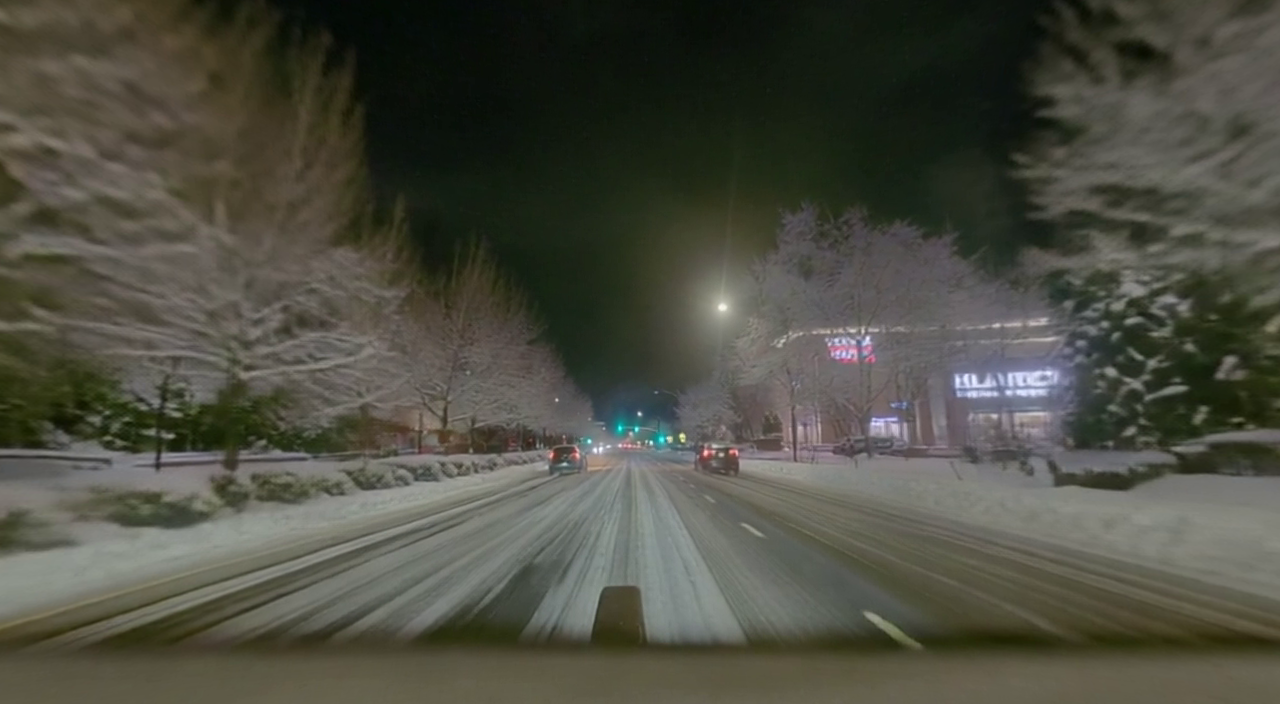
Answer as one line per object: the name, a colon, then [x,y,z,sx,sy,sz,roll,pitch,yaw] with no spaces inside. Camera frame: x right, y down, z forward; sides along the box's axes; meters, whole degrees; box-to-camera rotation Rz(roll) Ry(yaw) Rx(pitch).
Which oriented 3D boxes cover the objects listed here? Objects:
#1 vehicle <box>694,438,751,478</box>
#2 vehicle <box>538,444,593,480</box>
vehicle: [3.856,5.033,30.119,2.083,1.743,4.354,0,-8,-1]
vehicle: [-3.332,4.978,28.837,2.005,1.477,4.169,0,-8,0]
